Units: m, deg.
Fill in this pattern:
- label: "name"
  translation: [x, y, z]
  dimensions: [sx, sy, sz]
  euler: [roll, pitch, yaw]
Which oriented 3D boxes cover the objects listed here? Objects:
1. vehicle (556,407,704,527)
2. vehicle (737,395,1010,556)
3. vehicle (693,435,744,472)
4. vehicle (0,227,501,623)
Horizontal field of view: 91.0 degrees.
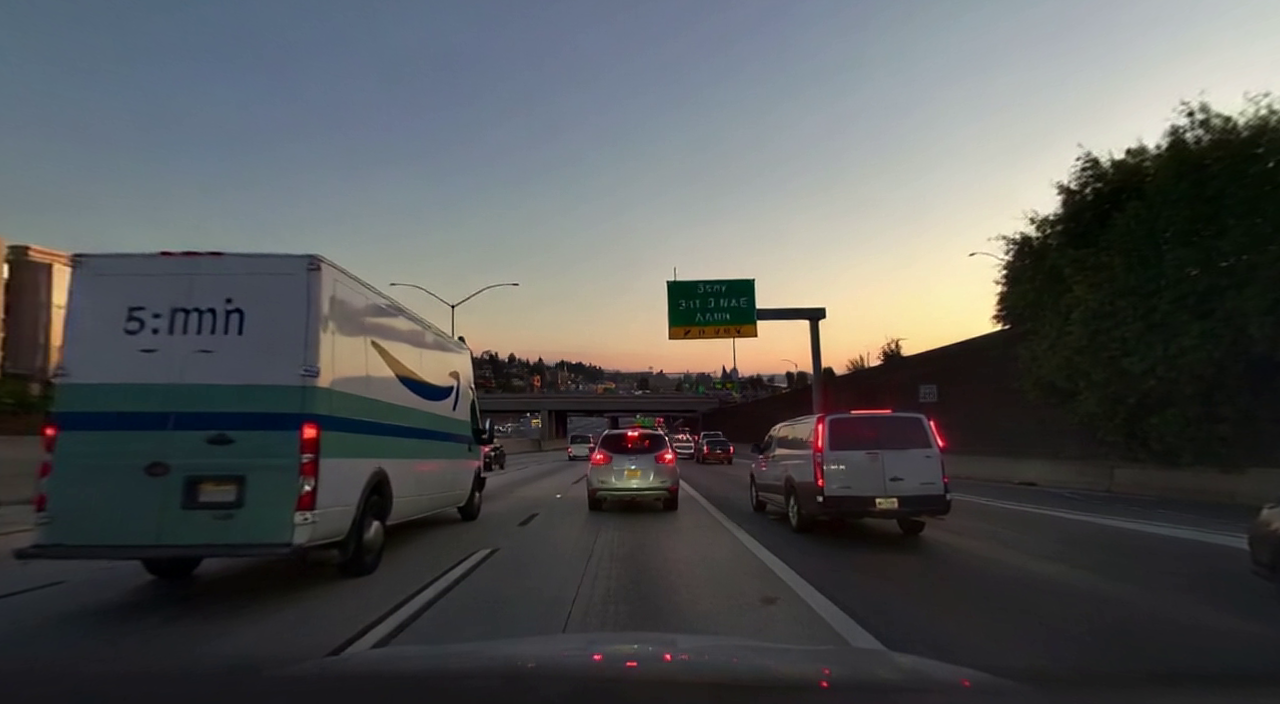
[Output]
- label: "vehicle"
  translation: [-0.141, 2.110, 11.966]
  dimensions: [2.287, 1.823, 4.369]
  euler: [0, -9, 0]
- label: "vehicle"
  translation: [3.174, 1.850, 10.115]
  dimensions: [2.341, 1.890, 5.144]
  euler: [1, -9, -1]
- label: "vehicle"
  translation: [3.958, 5.190, 32.324]
  dimensions: [2.064, 1.720, 4.416]
  euler: [0, -9, 0]
- label: "vehicle"
  translation: [-3.695, 0.957, 7.828]
  dimensions: [2.415, 2.821, 6.636]
  euler: [0, -9, 0]
